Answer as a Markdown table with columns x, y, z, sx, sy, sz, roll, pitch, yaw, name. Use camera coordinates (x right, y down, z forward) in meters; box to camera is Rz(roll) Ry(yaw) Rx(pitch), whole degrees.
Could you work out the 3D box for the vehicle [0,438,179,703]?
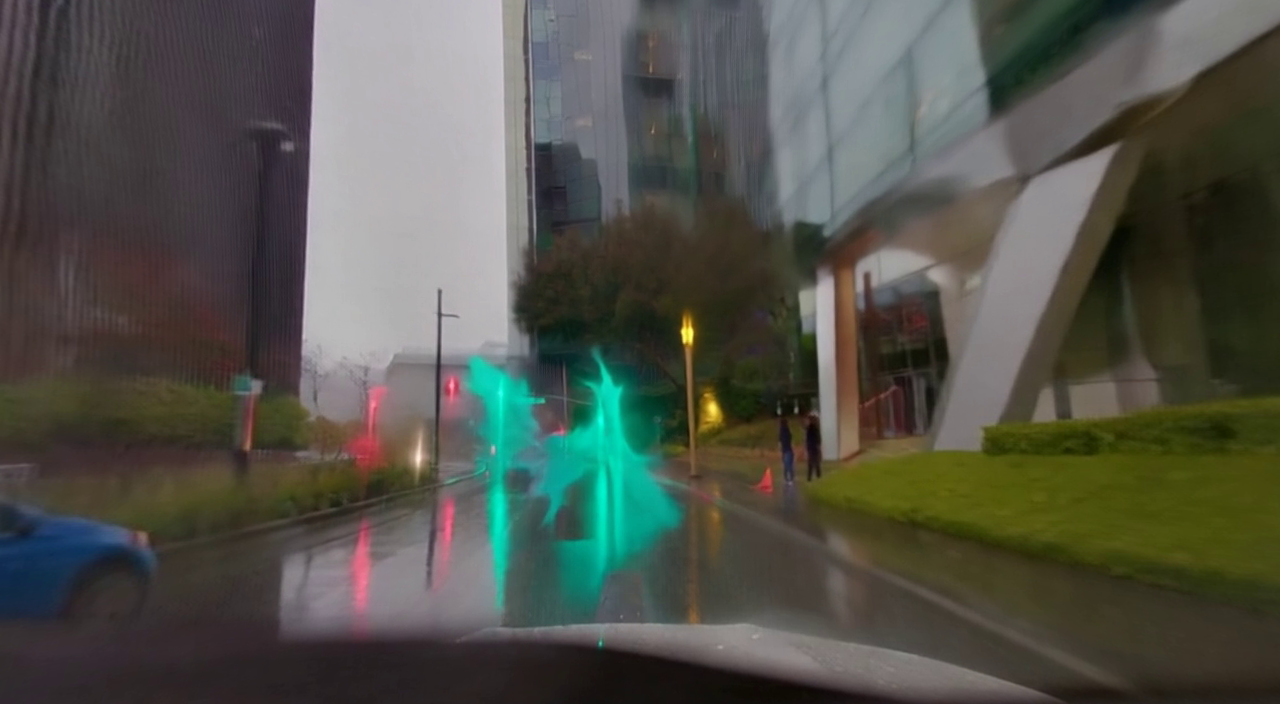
| x | y | z | sx | sy | sz | roll | pitch | yaw | name |
| --- | --- | --- | --- | --- | --- | --- | --- | --- | --- |
| -4.568 | 1.066 | 2.475 | 2.045 | 1.479 | 4.616 | 0 | -9 | -1 | vehicle |
